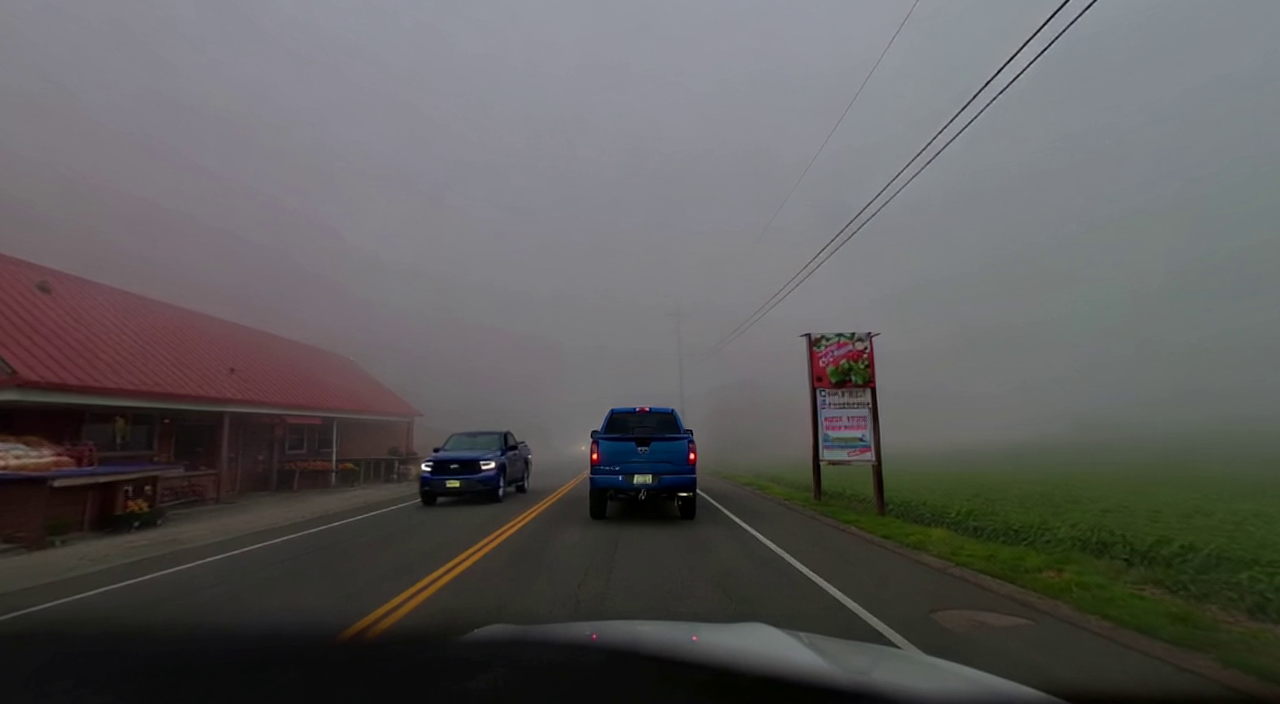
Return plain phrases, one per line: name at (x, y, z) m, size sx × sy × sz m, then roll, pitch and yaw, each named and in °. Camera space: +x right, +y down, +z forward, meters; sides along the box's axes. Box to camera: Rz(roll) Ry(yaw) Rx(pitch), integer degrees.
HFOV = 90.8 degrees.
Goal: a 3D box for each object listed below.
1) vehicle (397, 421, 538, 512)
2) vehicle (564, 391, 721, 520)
vehicle at (-4.021, 2.756, 15.675) m, size 2.180 × 1.801 × 4.679 m, roll -2°, pitch -8°, yaw 0°
vehicle at (-0.040, 2.218, 13.926) m, size 2.693 × 2.223 × 5.885 m, roll 0°, pitch -8°, yaw -2°
